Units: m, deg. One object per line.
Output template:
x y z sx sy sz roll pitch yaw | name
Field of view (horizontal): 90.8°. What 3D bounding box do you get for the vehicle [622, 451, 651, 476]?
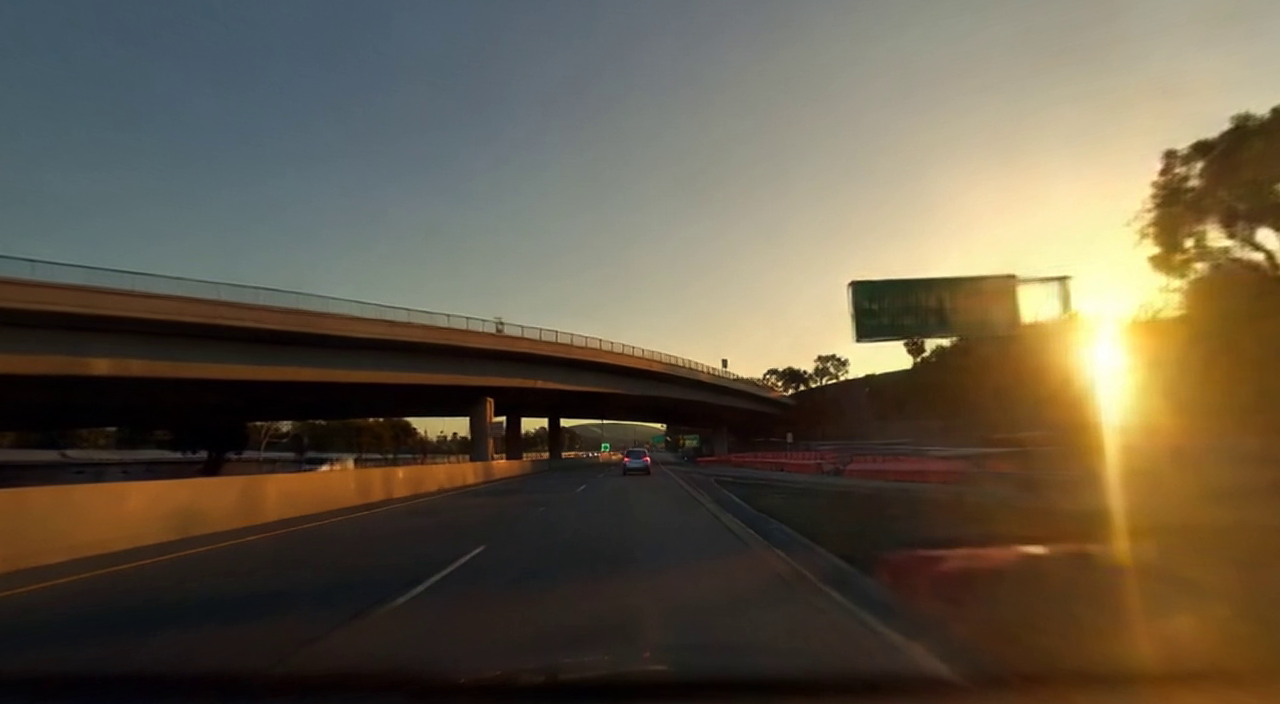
-0.173 6.842 38.843 1.695 1.437 3.506 0 -9 1 | vehicle
